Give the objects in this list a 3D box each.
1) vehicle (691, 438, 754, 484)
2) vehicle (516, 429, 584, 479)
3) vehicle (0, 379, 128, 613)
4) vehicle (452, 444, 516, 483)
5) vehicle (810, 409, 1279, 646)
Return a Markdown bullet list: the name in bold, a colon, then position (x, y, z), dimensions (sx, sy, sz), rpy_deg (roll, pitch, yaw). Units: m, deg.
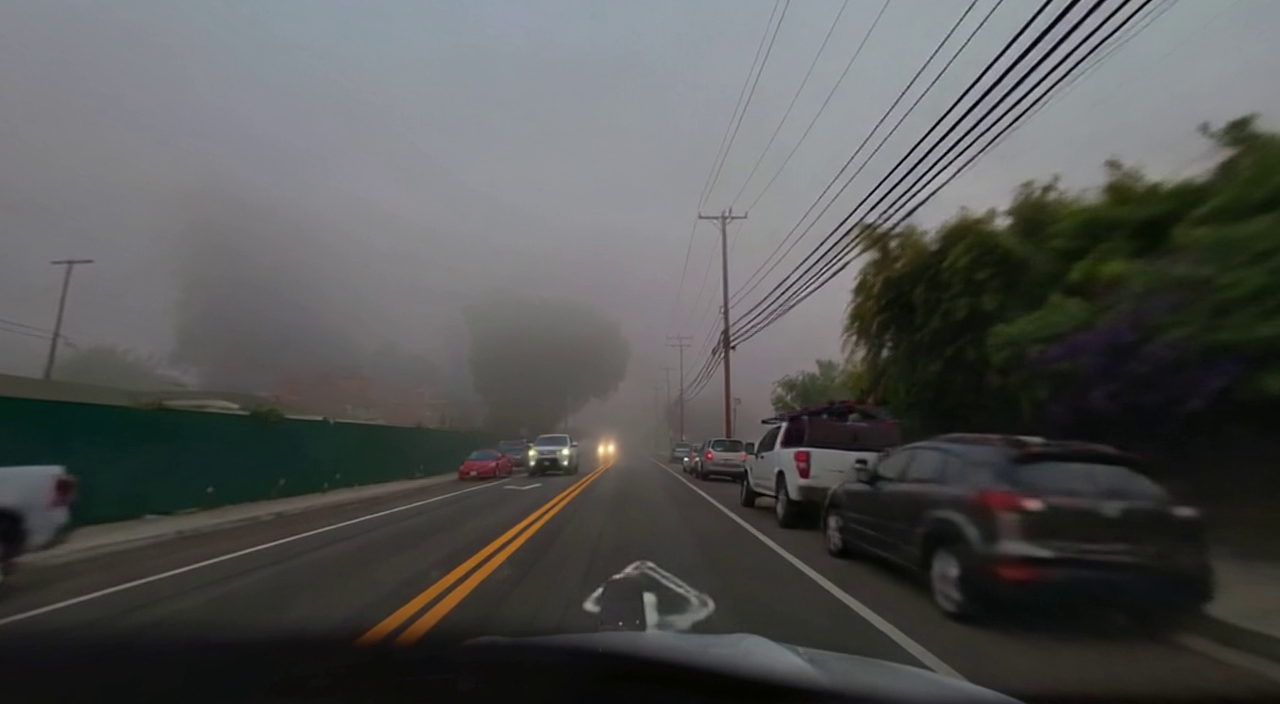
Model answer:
- **vehicle**: position (3.114, 4.205, 24.613), dimensions (1.826, 1.614, 4.241), rpy_deg (0, -9, -1)
- **vehicle**: position (-3.755, 4.394, 27.358), dimensions (2.194, 1.935, 4.807), rpy_deg (0, -9, 1)
- **vehicle**: position (-6.654, 1.073, 3.989), dimensions (2.195, 2.033, 5.741), rpy_deg (-1, -8, -2)
- **vehicle**: position (-6.845, 4.912, 28.157), dimensions (1.866, 1.487, 4.416), rpy_deg (-1, -8, -2)
- **vehicle**: position (3.378, 1.469, 6.414), dimensions (1.914, 1.520, 4.455), rpy_deg (0, -8, -2)
